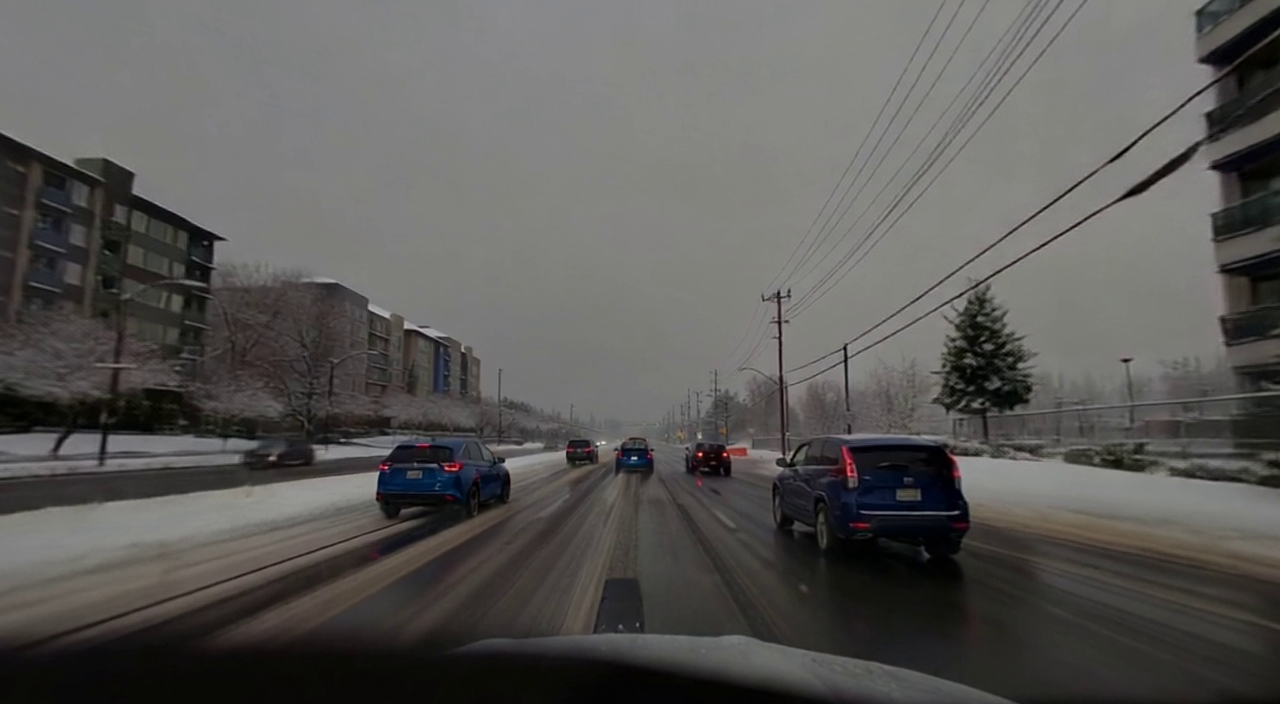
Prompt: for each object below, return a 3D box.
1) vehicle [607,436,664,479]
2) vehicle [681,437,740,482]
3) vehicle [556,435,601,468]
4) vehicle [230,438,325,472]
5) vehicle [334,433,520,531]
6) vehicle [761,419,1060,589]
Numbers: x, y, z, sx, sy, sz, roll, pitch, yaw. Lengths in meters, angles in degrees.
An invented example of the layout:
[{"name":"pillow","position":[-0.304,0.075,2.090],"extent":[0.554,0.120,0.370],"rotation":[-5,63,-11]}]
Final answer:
[{"name":"vehicle","position":[-0.177,4.610,27.798],"extent":[2.291,1.714,4.217],"rotation":[0,-8,0]},{"name":"vehicle","position":[3.004,4.655,27.729],"extent":[2.029,1.797,4.218],"rotation":[0,-8,-1]},{"name":"vehicle","position":[-3.675,6.050,38.621],"extent":[2.190,1.832,4.417],"rotation":[0,-8,1]},{"name":"vehicle","position":[-18.412,5.243,32.395],"extent":[1.971,1.609,4.763],"rotation":[0,-8,1]},{"name":"vehicle","position":[-3.632,2.286,11.742],"extent":[1.968,1.473,4.209],"rotation":[0,-8,0]},{"name":"vehicle","position":[2.971,1.740,8.090],"extent":[1.975,1.598,4.025],"rotation":[0,-8,-1]}]
